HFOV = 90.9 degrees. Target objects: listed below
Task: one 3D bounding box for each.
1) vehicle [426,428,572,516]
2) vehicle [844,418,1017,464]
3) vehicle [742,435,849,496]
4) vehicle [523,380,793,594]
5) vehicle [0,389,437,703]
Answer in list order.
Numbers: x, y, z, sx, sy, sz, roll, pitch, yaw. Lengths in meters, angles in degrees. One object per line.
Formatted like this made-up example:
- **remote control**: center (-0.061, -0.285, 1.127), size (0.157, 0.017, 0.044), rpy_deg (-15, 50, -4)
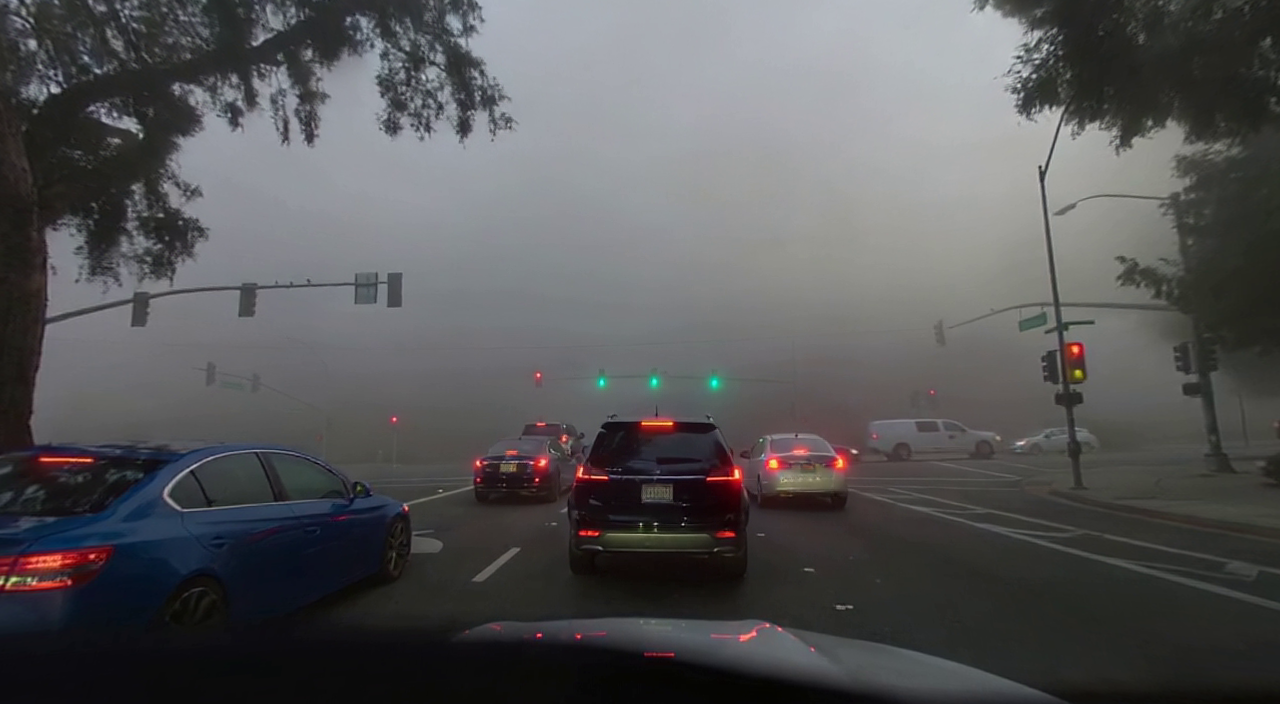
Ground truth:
- **vehicle**: center (-2.684, 2.391, 13.084), size (1.851, 1.502, 4.042), rpy_deg (0, -8, 4)
- **vehicle**: center (13.361, 4.208, 29.666), size (6.879, 1.984, 2.808), rpy_deg (-2, -9, 15)
- **vehicle**: center (4.096, 3.057, 17.339), size (1.979, 1.453, 4.011), rpy_deg (0, -8, 1)
- **vehicle**: center (0.203, 1.467, 7.654), size (2.300, 1.832, 4.331), rpy_deg (0, -8, 1)
- **vehicle**: center (-3.220, 1.197, 4.401), size (1.958, 1.494, 4.624), rpy_deg (0, -8, 2)
